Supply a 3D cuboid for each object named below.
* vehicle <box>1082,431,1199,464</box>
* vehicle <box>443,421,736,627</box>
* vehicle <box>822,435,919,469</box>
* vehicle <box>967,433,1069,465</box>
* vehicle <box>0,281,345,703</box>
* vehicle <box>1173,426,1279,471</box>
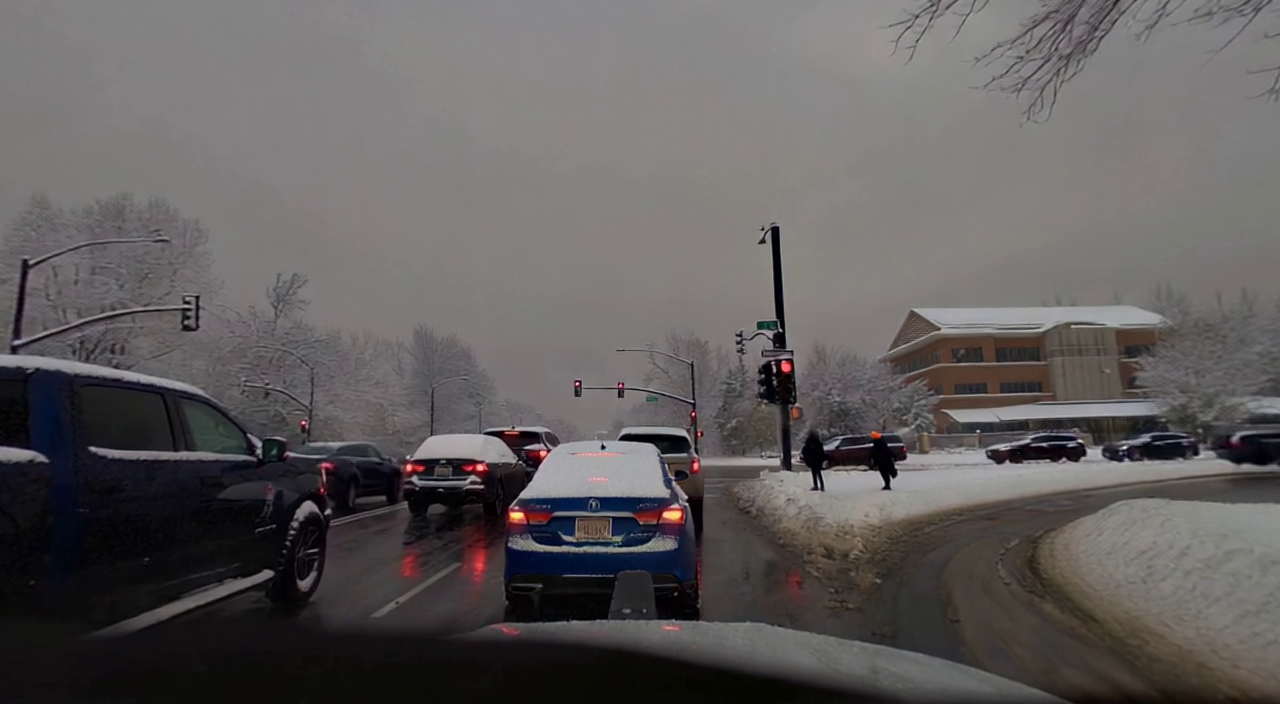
[{"bbox_3d":[29.067,5.568,36.733,4.967,1.794,2.044,-1,-9,2],"label":"vehicle"},{"bbox_3d":[-0.367,1.599,6.913,2.144,1.497,4.446,0,-9,0],"label":"vehicle"},{"bbox_3d":[12.203,5.339,33.626,4.394,1.724,1.886,0,-9,1],"label":"vehicle"},{"bbox_3d":[21.946,5.652,36.720,4.529,1.786,2.110,0,-9,2],"label":"vehicle"},{"bbox_3d":[-3.690,0.748,2.834,2.202,1.961,4.980,0,-9,1],"label":"vehicle"},{"bbox_3d":[24.086,3.681,24.146,5.192,1.620,2.072,-1,-9,5],"label":"vehicle"}]
